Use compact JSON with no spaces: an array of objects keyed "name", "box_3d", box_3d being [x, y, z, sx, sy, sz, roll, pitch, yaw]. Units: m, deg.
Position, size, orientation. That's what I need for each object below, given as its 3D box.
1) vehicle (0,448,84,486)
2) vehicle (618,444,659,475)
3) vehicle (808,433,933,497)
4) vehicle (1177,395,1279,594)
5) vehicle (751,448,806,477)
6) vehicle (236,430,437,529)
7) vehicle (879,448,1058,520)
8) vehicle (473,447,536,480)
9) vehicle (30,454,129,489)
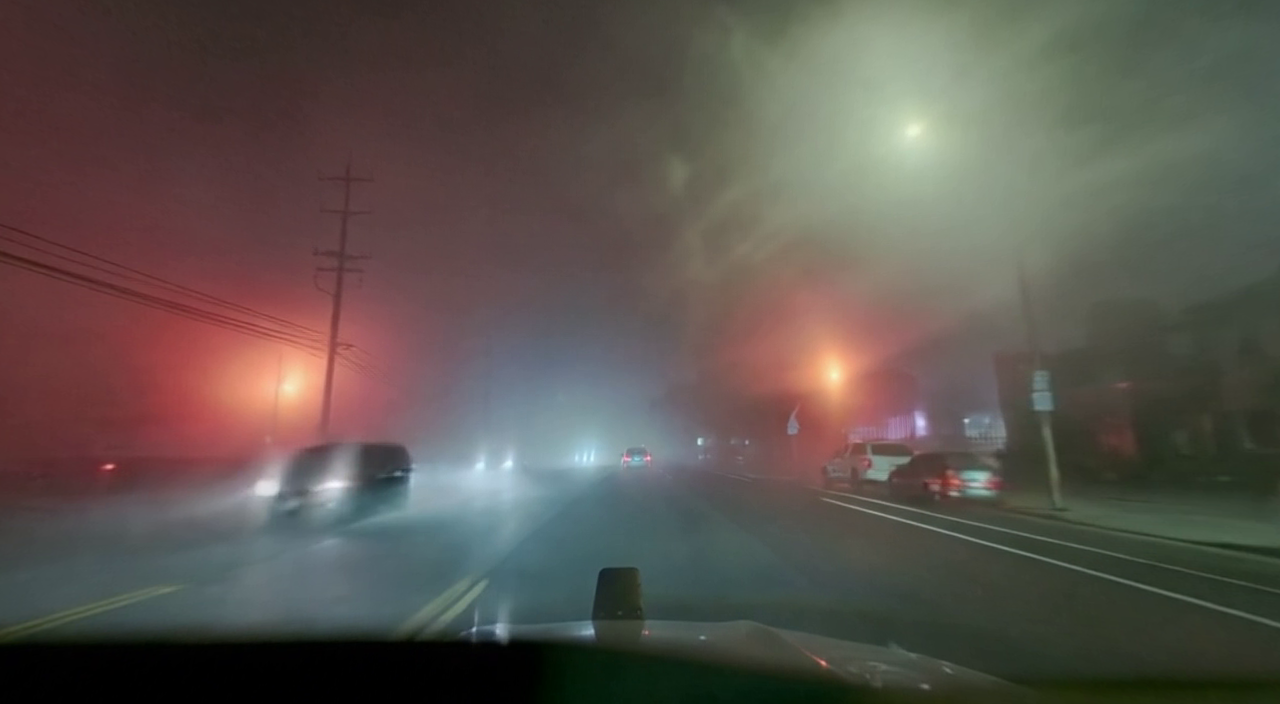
[{"name":"vehicle","box_3d":[-30.683,5.795,32.118,4.448,1.788,2.003,-5,-9,27]},{"name":"vehicle","box_3d":[-0.121,5.676,33.719,2.067,1.547,4.513,0,-8,-1]},{"name":"vehicle","box_3d":[7.732,3.833,21.909,2.188,1.903,5.324,0,-8,-2]},{"name":"vehicle","box_3d":[7.727,1.188,4.625,2.370,2.022,5.918,0,-8,0]},{"name":"vehicle","box_3d":[7.696,6.166,35.617,1.936,1.479,4.736,0,-8,-1]},{"name":"vehicle","box_3d":[-6.029,2.557,13.269,2.096,1.702,4.244,0,-8,0]},{"name":"vehicle","box_3d":[7.806,3.129,15.656,1.833,1.475,4.648,0,-8,-2]},{"name":"vehicle","box_3d":[-6.507,5.391,30.924,2.018,1.466,4.631,0,-8,1]},{"name":"vehicle","box_3d":[-26.243,5.544,29.556,4.391,1.435,2.011,-5,-10,29]}]
